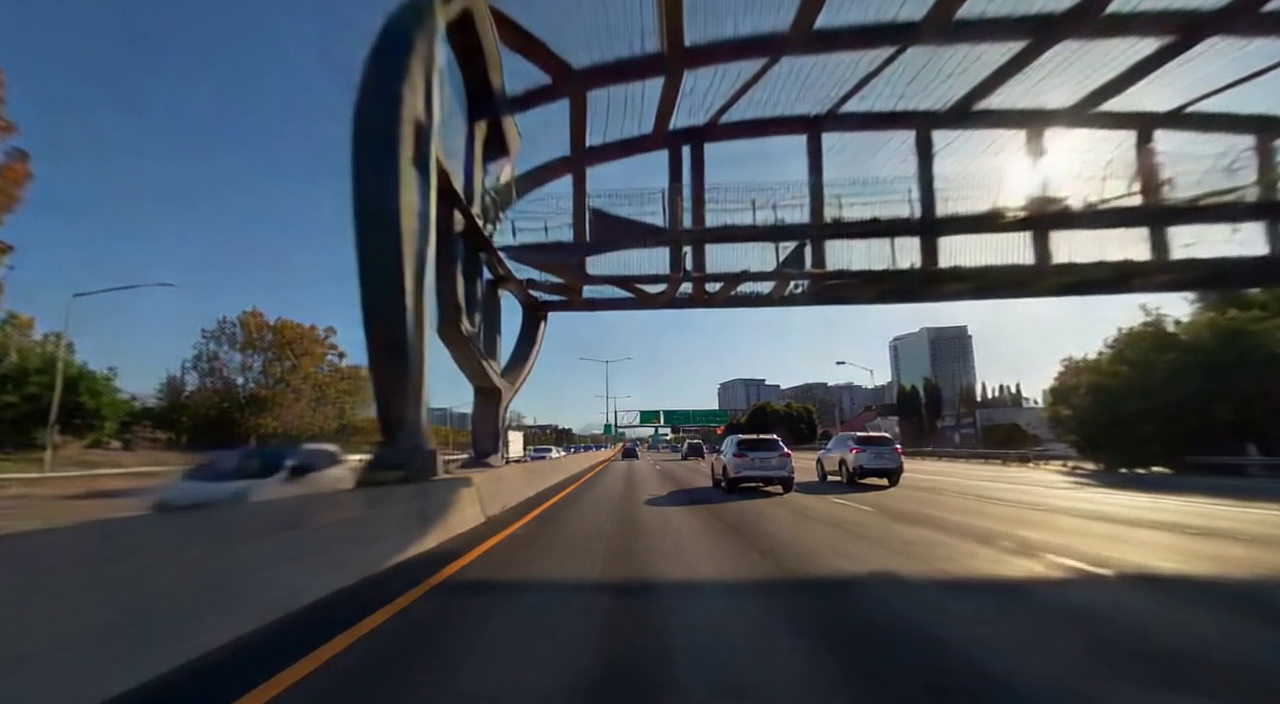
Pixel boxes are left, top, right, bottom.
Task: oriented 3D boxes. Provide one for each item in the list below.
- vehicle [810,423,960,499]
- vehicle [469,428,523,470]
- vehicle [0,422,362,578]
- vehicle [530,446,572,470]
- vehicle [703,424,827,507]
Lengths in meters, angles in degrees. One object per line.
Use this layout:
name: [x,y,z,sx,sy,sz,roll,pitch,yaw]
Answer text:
vehicle: [6.522,2.973,17.606,2.040,1.801,4.959,0,-9,-2]
vehicle: [-10.162,6.944,45.205,2.307,2.726,6.596,0,-9,0]
vehicle: [-5.915,1.902,8.957,2.019,1.633,4.367,0,-9,-1]
vehicle: [-5.737,6.855,41.191,2.026,1.474,4.578,0,-9,0]
vehicle: [2.856,2.712,15.513,2.059,1.711,4.302,0,-9,-1]
